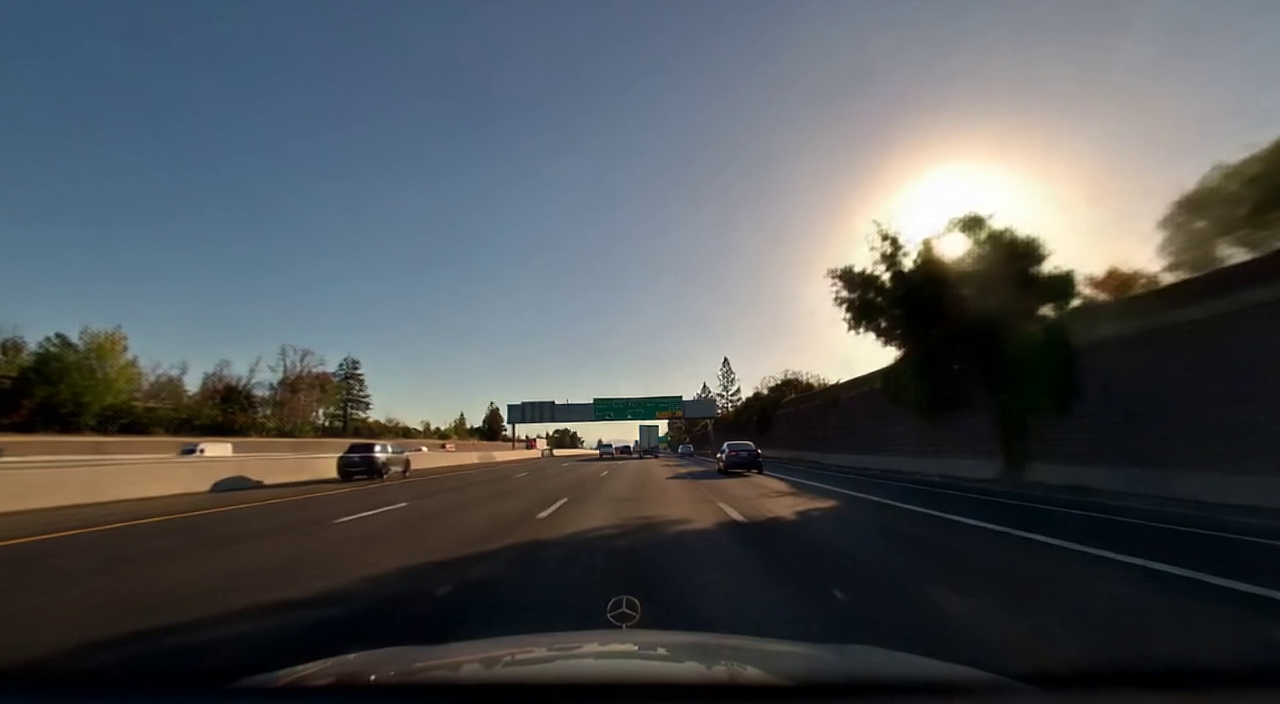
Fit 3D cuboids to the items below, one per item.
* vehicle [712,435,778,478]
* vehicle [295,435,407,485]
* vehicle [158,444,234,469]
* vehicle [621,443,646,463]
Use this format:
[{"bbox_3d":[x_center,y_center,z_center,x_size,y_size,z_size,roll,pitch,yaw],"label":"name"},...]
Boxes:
[{"bbox_3d":[4.327,4.374,26.501,2.046,1.655,4.143,0,-8,0],"label":"vehicle"},{"bbox_3d":[-10.828,4.076,24.014,1.998,1.712,4.671,0,-8,1],"label":"vehicle"},{"bbox_3d":[-28.755,6.749,40.783,2.077,1.562,3.838,0,-8,1],"label":"vehicle"},{"bbox_3d":[-0.544,7.994,49.828,1.946,1.493,4.083,0,-8,-1],"label":"vehicle"}]
